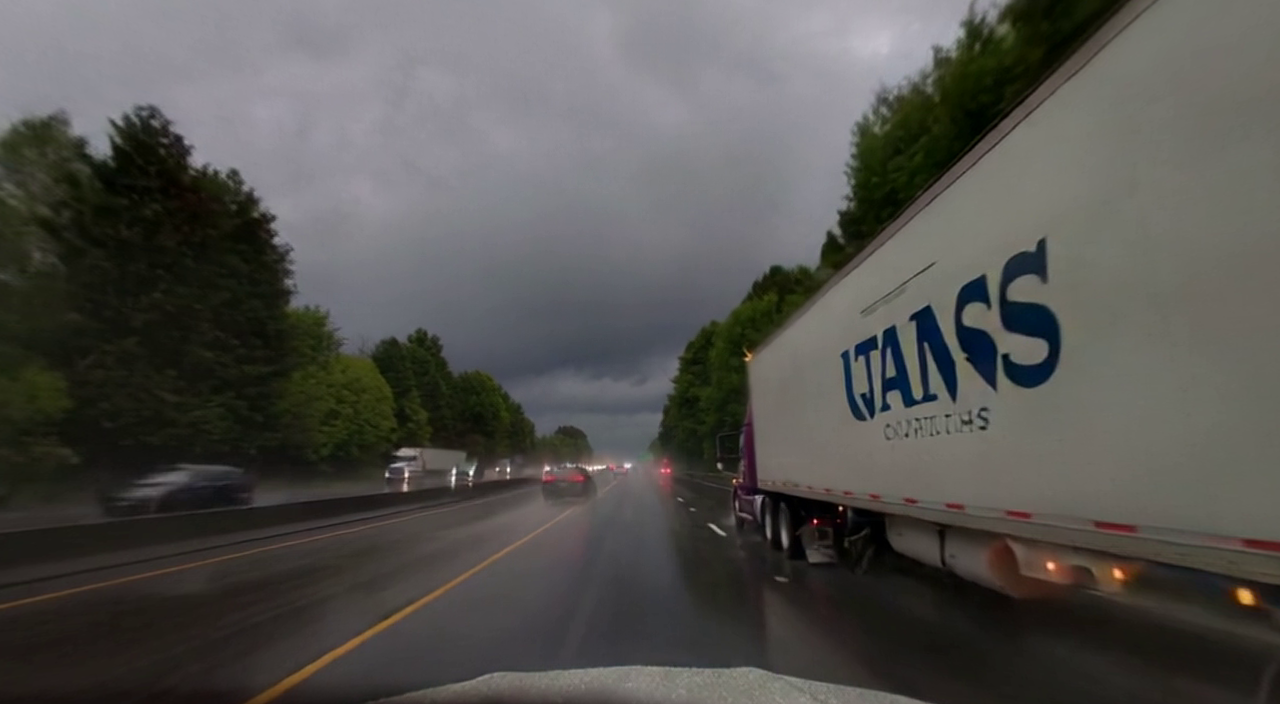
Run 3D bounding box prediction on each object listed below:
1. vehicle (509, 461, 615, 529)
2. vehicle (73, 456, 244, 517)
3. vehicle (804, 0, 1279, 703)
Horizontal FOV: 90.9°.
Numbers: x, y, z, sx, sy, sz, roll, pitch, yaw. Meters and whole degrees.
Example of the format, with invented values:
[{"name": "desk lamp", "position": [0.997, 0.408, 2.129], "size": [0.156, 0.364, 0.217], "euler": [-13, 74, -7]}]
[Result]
[{"name": "vehicle", "position": [-1.734, 3.392, 15.346], "size": [2.032, 1.407, 3.641], "euler": [0, -10, 1]}, {"name": "vehicle", "position": [-16.213, 4.553, 21.658], "size": [2.045, 1.809, 4.762], "euler": [1, -10, 0]}, {"name": "vehicle", "position": [3.833, 0.097, 3.299], "size": [2.871, 4.032, 10.642], "euler": [1, -10, -1]}]
